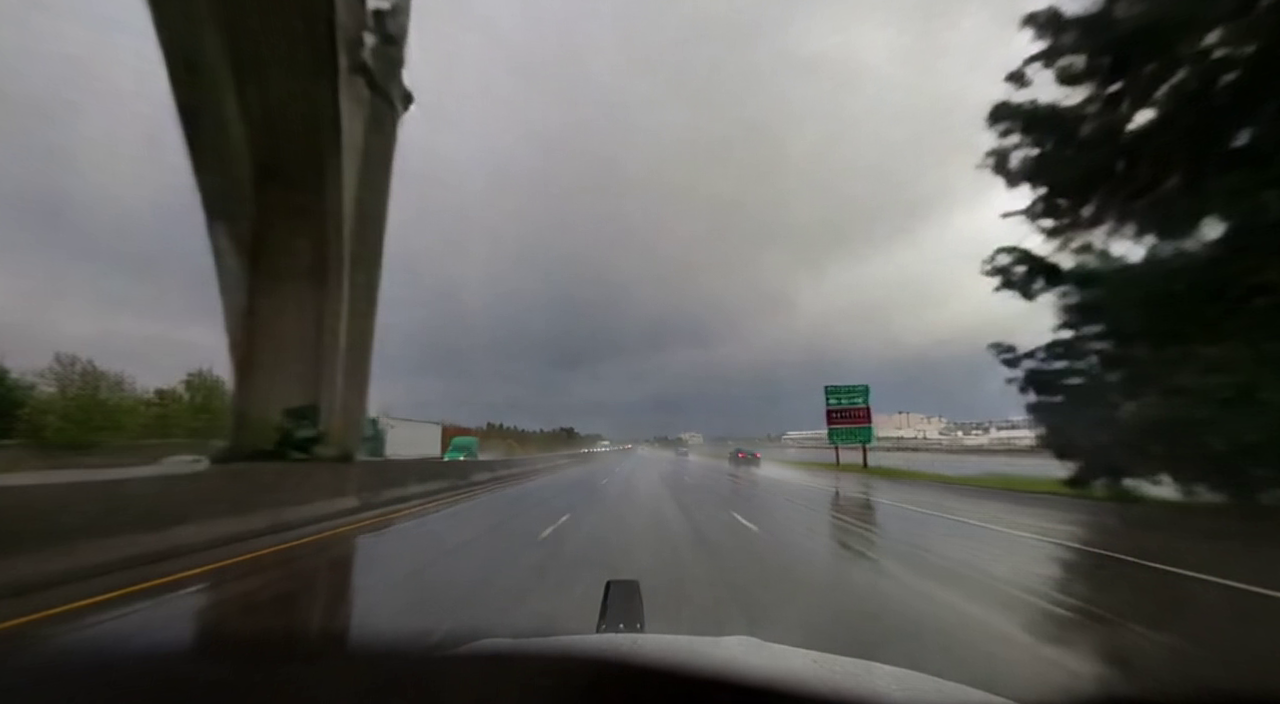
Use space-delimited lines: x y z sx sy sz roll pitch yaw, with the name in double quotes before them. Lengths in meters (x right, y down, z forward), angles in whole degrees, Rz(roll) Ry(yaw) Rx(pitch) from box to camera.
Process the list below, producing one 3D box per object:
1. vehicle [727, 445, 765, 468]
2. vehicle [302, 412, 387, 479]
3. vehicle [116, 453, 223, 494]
"vehicle" 7.325 7.216 43.810 1.923 1.516 3.815 0 -9 -1
"vehicle" -18.855 6.030 40.627 2.993 4.001 4.790 0 -9 0
"vehicle" -22.309 5.751 30.123 1.882 1.759 4.163 0 -9 -1
